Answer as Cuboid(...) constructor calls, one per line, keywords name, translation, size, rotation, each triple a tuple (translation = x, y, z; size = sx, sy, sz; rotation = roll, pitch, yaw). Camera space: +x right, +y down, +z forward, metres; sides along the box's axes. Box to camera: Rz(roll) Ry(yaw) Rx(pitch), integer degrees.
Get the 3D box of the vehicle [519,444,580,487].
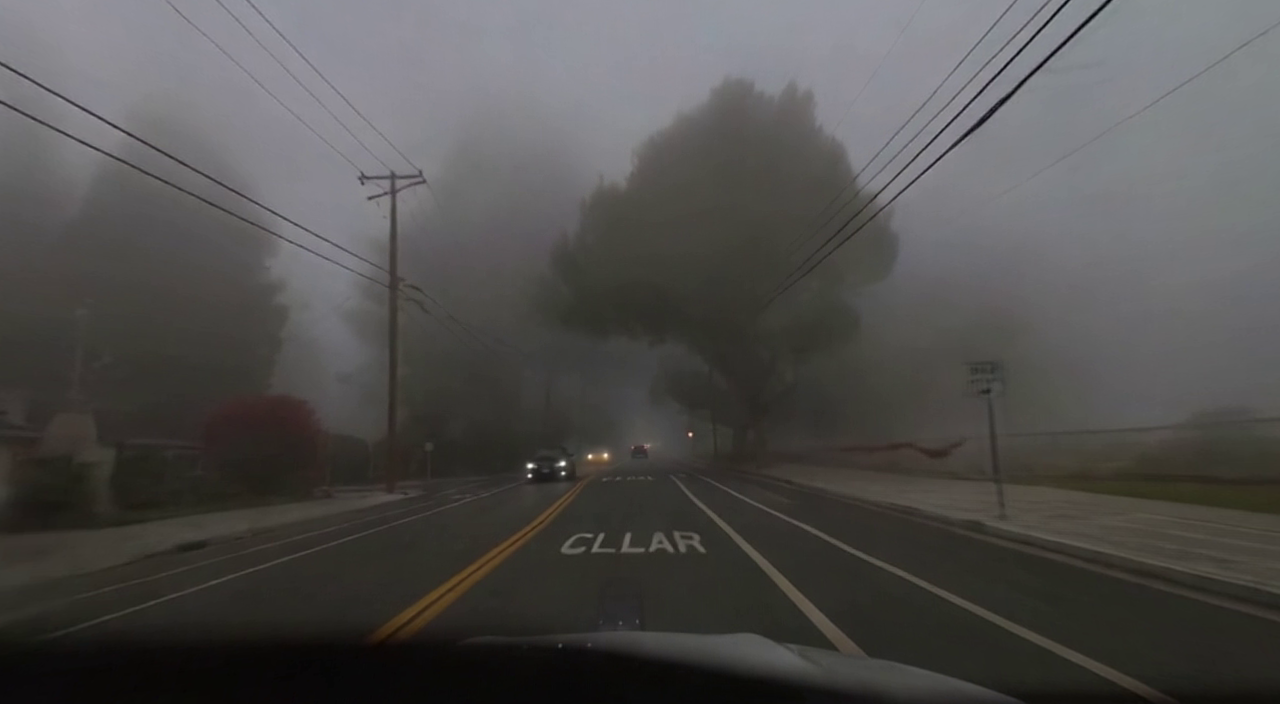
Cuboid(name="vehicle", translation=(-3.687, 4.706, 26.512), size=(1.974, 1.604, 4.156), rotation=(-1, -9, 0))
